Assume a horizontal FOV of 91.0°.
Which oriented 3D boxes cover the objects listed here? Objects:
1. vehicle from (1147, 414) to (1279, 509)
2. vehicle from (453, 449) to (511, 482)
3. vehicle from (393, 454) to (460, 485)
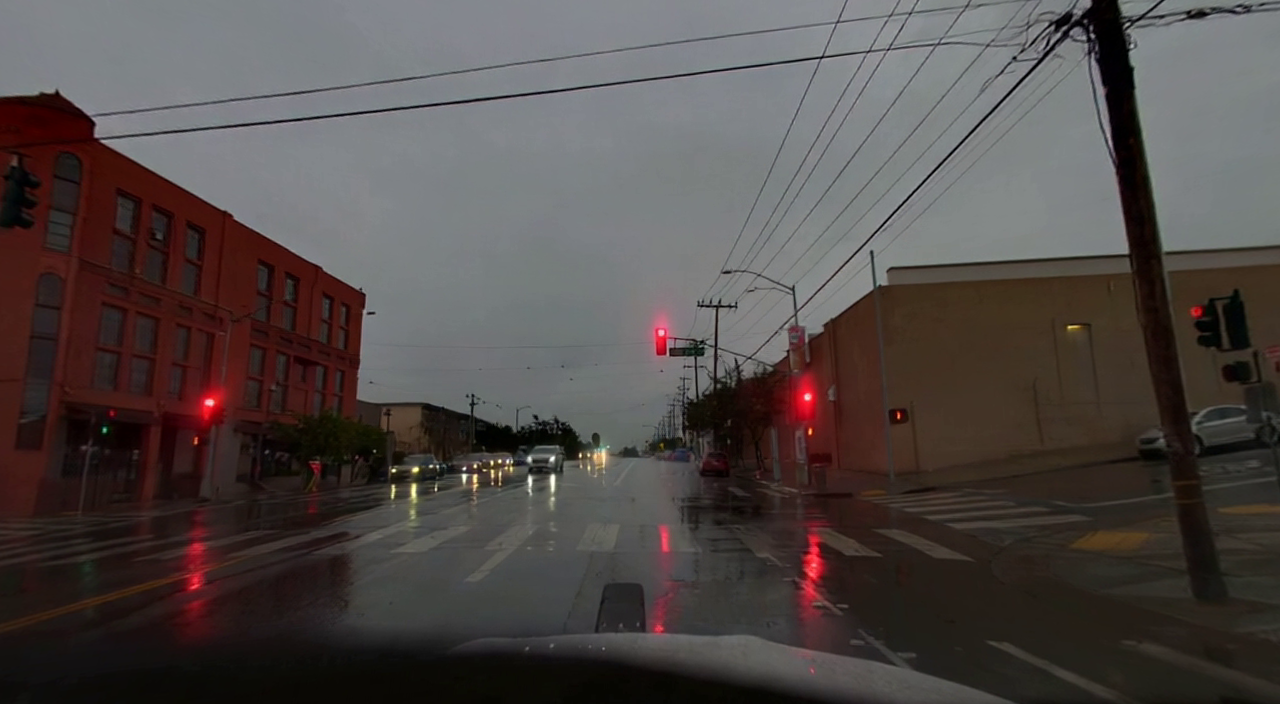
[{"bbox_3d":[12.781,2.197,12.775,3.234,1.746,1.941,0,-9,1],"label":"vehicle"},{"bbox_3d":[-8.723,6.296,35.140,2.020,1.672,3.842,0,-9,3],"label":"vehicle"},{"bbox_3d":[-12.031,6.618,35.808,1.943,1.574,4.727,0,-9,3],"label":"vehicle"}]
